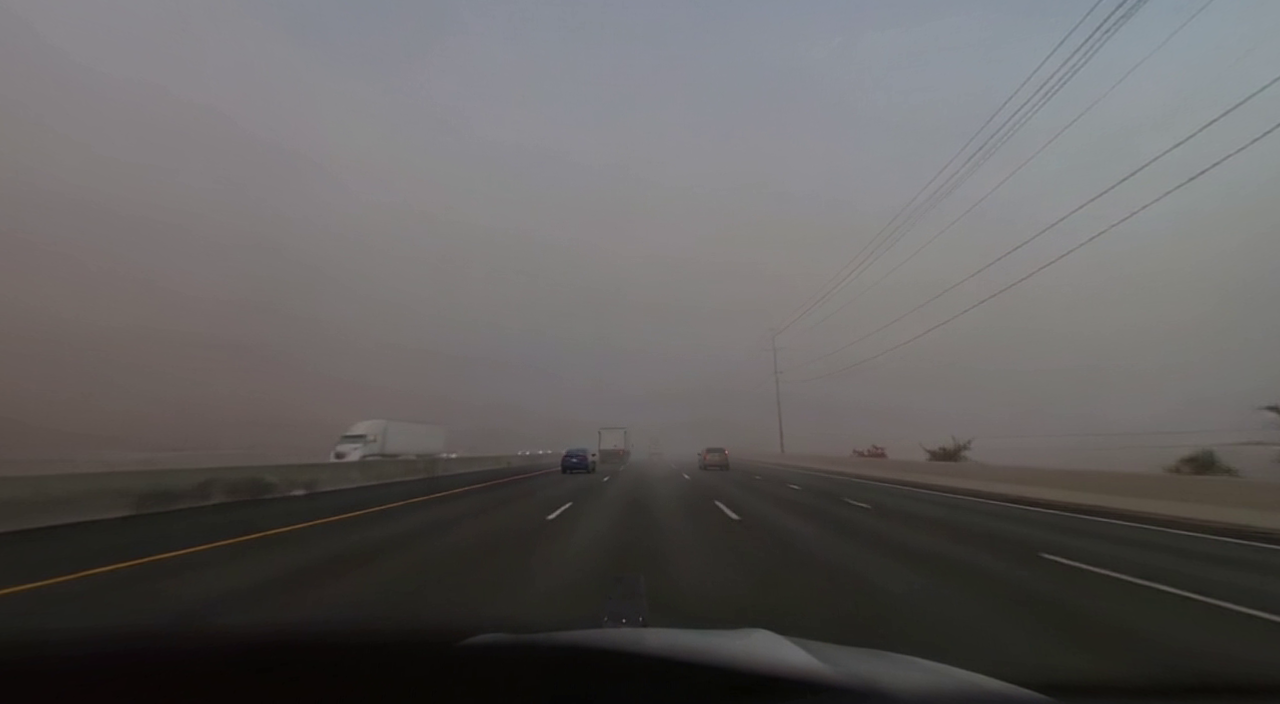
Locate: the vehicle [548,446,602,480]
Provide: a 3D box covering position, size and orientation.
[{"bbox_3d":[-2.998,5.228,29.939,2.004,1.498,4.043,0,-9,1],"label":"vehicle"}]

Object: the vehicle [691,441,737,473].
[{"bbox_3d":[4.415,6.397,38.531,2.214,1.799,4.627,0,-9,-1],"label":"vehicle"}]
